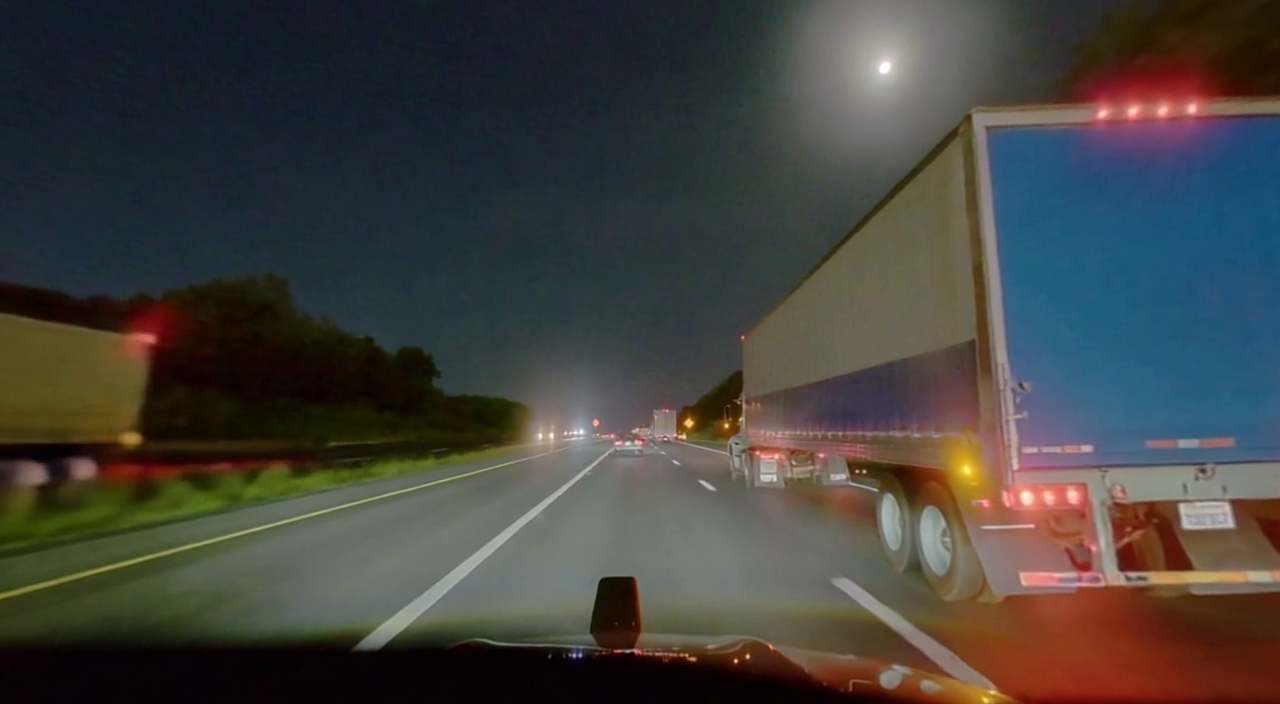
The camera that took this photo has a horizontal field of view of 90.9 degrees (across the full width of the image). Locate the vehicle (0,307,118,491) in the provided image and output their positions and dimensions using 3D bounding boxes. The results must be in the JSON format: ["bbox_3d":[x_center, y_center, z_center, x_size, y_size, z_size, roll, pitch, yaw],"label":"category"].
[{"bbox_3d":[-15.351,0.293,8.271,2.966,3.989,16.891,0,-8,-1],"label":"vehicle"}]

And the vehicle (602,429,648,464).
[{"bbox_3d":[-0.668,4.203,28.241,1.929,1.469,3.677,0,-8,-1],"label":"vehicle"}]

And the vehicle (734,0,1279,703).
[{"bbox_3d":[3.744,0.563,8.593,2.919,3.634,10.888,0,-8,-2],"label":"vehicle"}]
